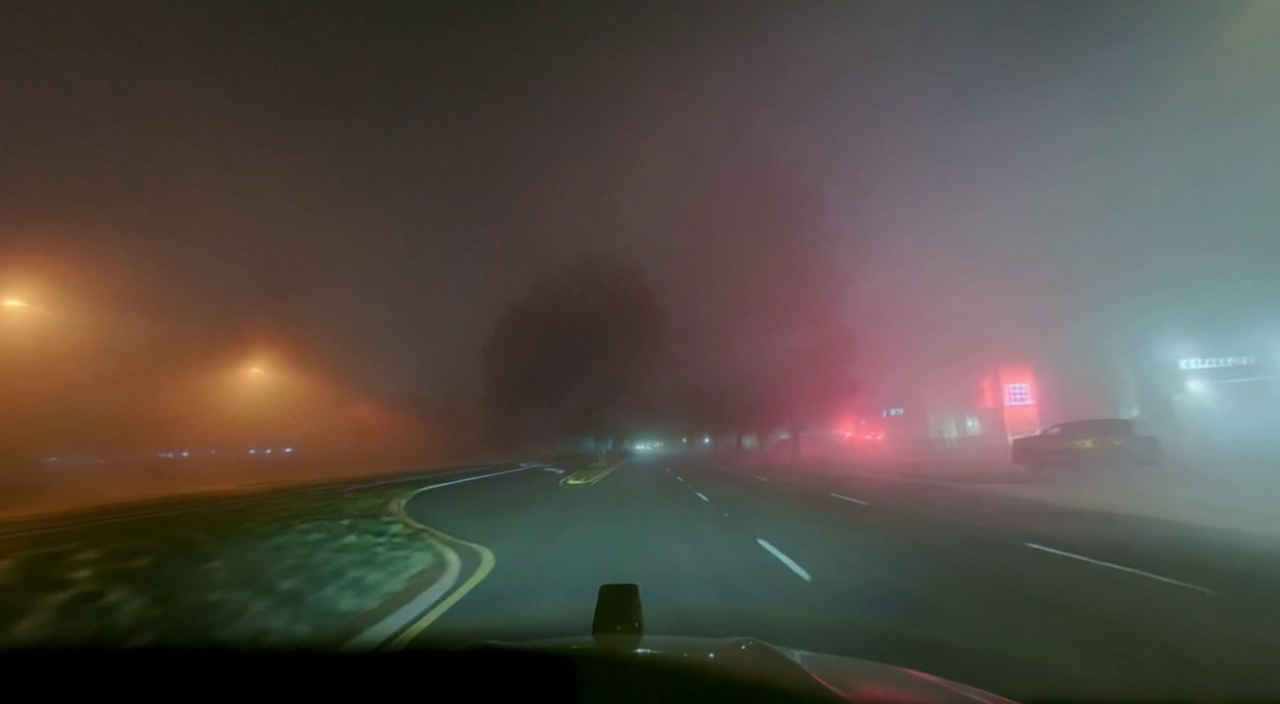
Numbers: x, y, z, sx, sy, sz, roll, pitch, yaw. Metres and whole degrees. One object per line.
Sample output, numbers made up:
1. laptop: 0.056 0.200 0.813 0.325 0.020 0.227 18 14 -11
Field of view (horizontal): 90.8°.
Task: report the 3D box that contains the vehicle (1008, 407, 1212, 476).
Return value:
1. vehicle: 14.874 2.943 20.595 2.195 1.926 5.466 1 -9 -3
